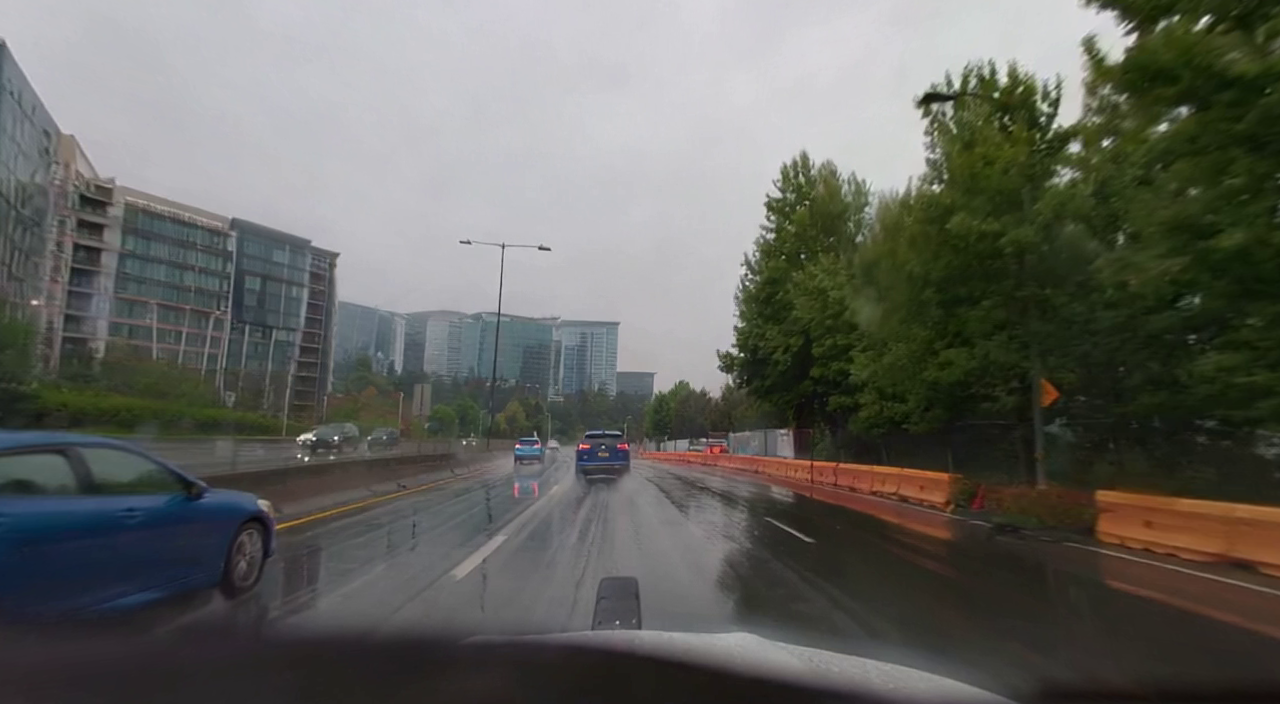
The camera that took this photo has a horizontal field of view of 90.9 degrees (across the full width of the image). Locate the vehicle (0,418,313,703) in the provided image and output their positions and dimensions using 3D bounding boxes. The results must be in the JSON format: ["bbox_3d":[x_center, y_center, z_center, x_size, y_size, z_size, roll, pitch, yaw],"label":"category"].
[{"bbox_3d":[-3.958,1.134,3.817,1.848,1.406,4.013,0,-8,-1],"label":"vehicle"}]

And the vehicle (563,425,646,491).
[{"bbox_3d":[-0.907,2.690,16.376,1.913,1.499,3.581,0,-8,-3],"label":"vehicle"}]

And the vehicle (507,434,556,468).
[{"bbox_3d":[-5.111,4.679,30.126,1.888,1.486,4.310,1,-8,-5],"label":"vehicle"}]

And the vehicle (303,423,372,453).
[{"bbox_3d":[-16.554,4.739,34.740,1.921,1.526,4.318,1,-8,-4],"label":"vehicle"}]
